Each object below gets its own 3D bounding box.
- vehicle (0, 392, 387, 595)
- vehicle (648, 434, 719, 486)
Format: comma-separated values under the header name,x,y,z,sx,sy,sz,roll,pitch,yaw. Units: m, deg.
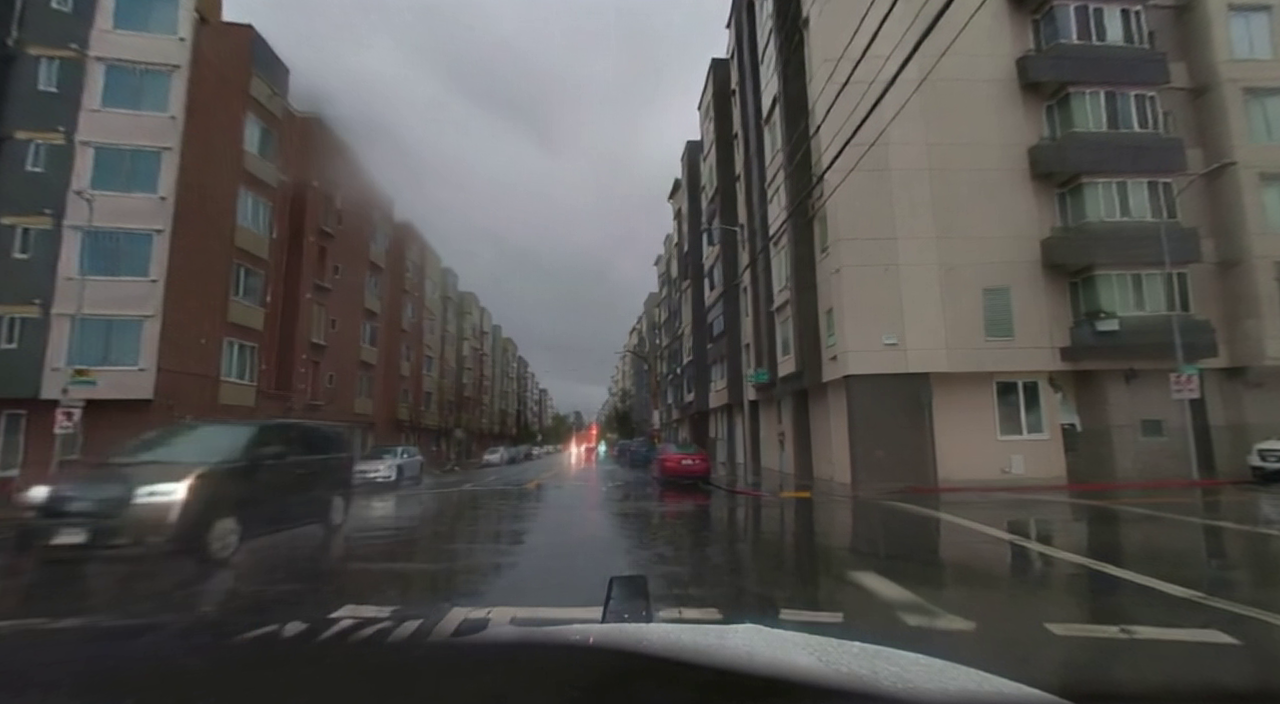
name,x,y,z,sx,sy,sz,roll,pitch,yaw
vehicle,-5.183,1.628,8.130,2.201,1.801,4.750,1,-9,-5
vehicle,1.572,4.208,24.798,2.164,1.721,4.416,-3,-9,-3
